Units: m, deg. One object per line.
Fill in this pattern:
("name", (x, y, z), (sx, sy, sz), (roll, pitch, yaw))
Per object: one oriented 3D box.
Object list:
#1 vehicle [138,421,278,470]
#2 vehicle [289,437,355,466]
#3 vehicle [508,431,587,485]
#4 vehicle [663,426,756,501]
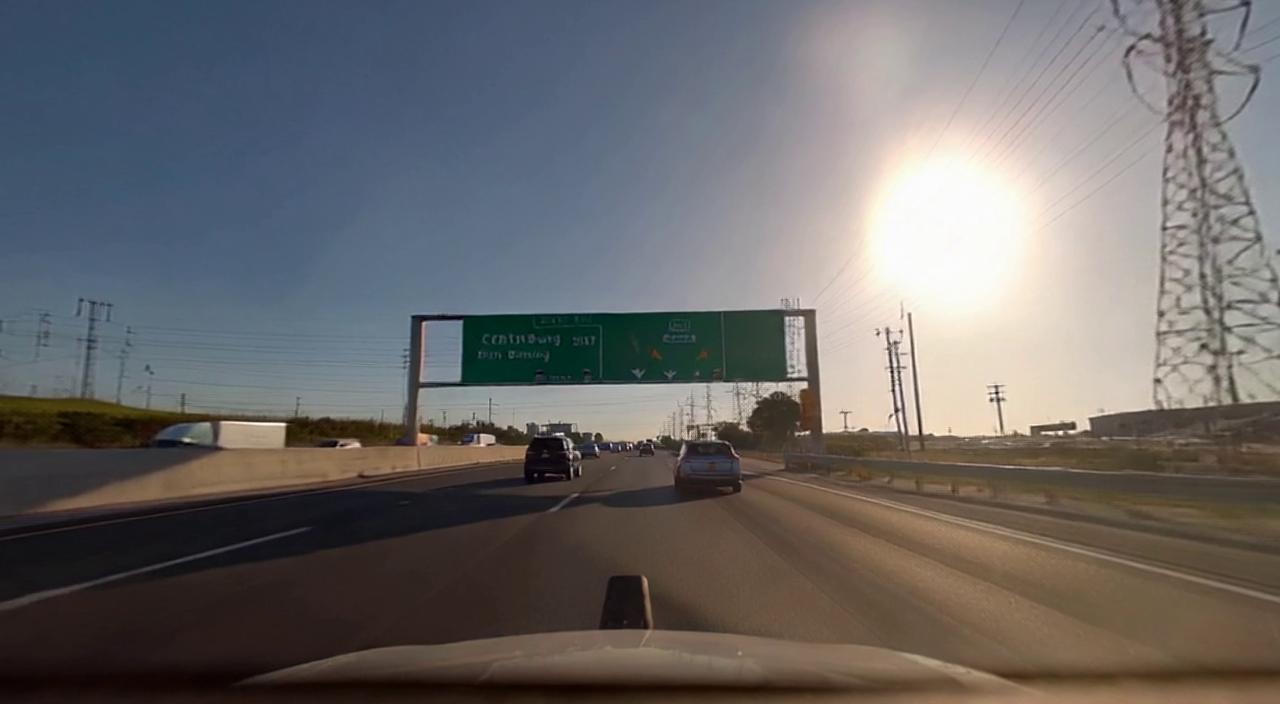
("vehicle", (-32.608, 7.193, 48.510), (2.955, 3.302, 11.152), (0, -8, -1))
("vehicle", (-22.894, 7.149, 45.592), (2.258, 1.959, 4.897), (0, -8, -1))
("vehicle", (-3.224, 3.812, 23.024), (2.125, 1.764, 4.393), (0, -8, 1))
("vehicle", (1.686, 2.899, 16.793), (2.134, 1.733, 4.049), (0, -8, 2))
